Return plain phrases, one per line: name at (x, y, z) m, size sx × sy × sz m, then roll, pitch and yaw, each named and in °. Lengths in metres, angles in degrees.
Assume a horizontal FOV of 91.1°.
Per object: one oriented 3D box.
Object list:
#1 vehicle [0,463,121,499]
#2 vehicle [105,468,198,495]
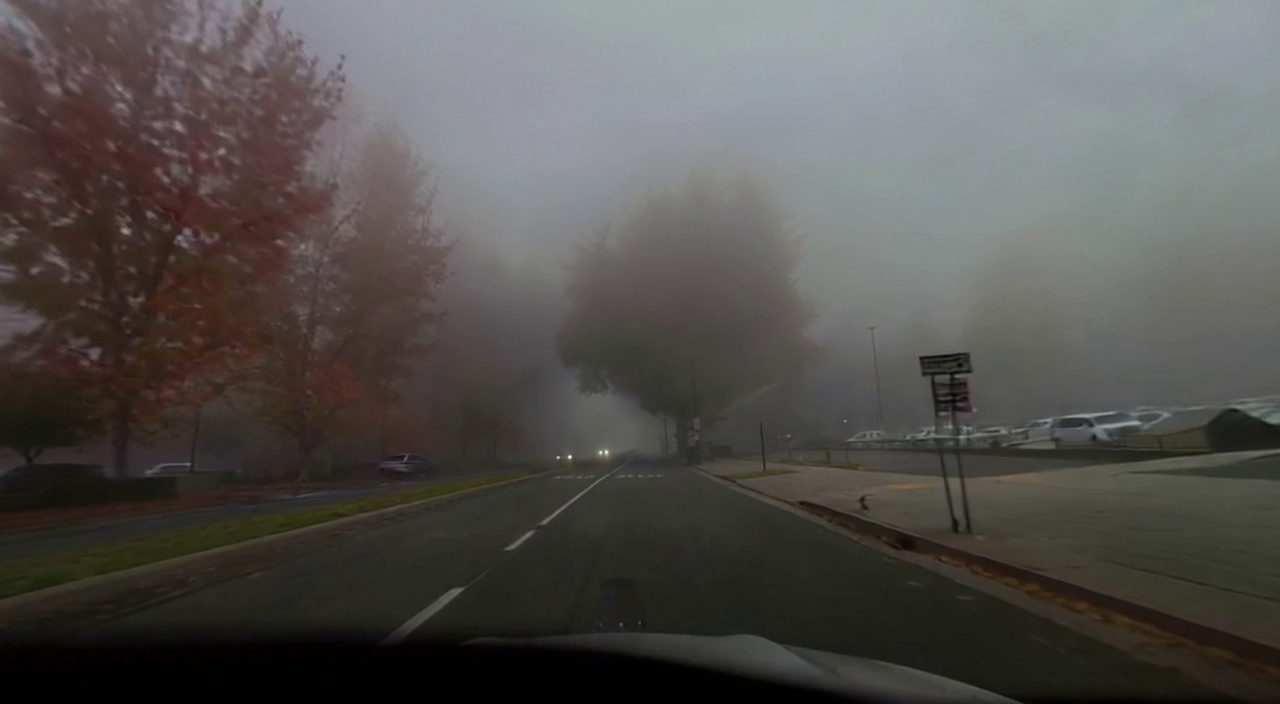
vehicle at (-28.380, 6.236, 30.503) m, size 4.552 × 1.576 × 2.005 m, roll 0°, pitch -9°, yaw 2°
vehicle at (-27.942, 7.387, 35.954) m, size 3.844 × 1.448 × 1.746 m, roll 0°, pitch -9°, yaw 1°
